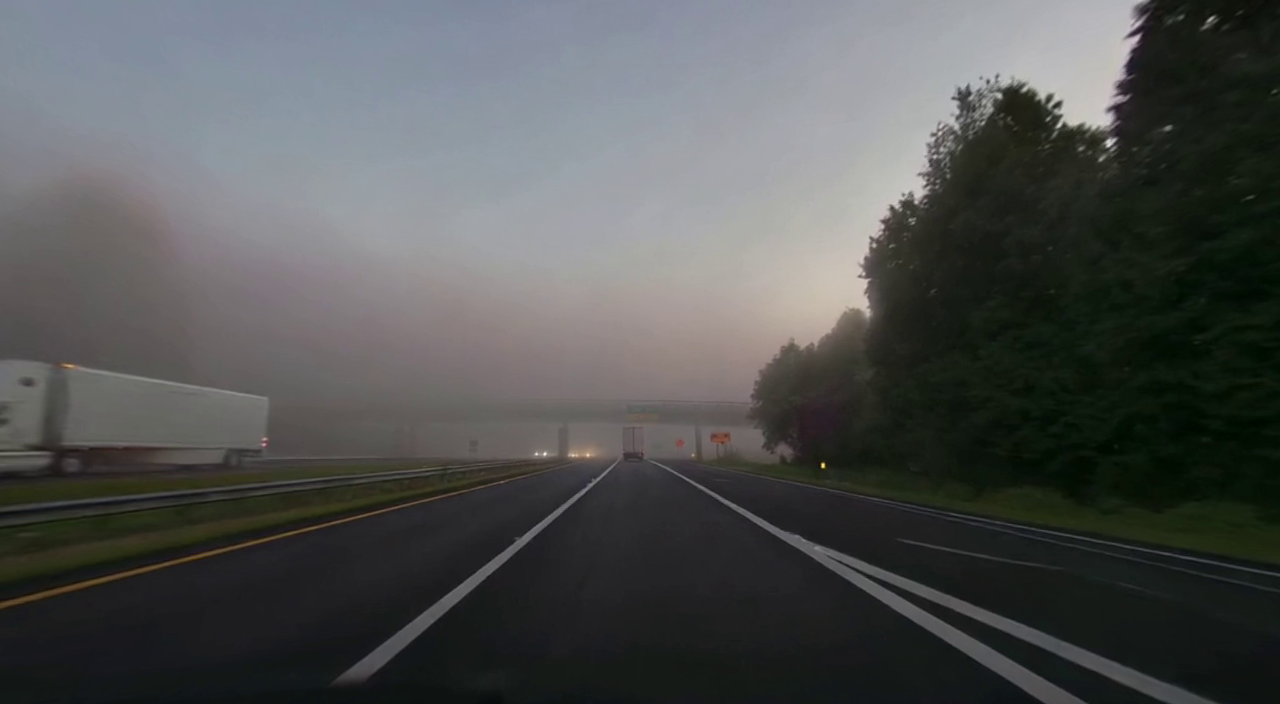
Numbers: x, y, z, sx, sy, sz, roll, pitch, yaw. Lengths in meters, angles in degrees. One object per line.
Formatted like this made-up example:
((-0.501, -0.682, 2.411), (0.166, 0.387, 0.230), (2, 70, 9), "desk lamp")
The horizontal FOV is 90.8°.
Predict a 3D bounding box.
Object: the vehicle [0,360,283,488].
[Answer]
((-21.121, 3.400, 27.411), (2.884, 4.099, 14.439), (0, -9, -1), "vehicle")
